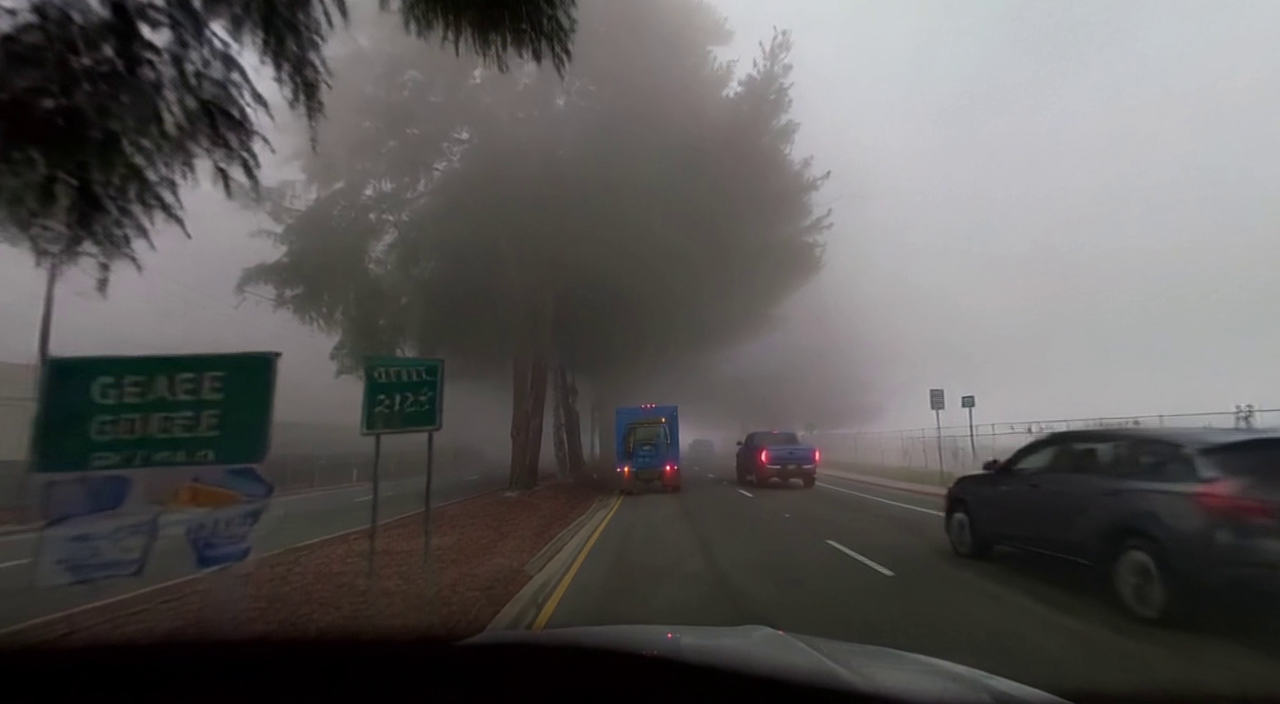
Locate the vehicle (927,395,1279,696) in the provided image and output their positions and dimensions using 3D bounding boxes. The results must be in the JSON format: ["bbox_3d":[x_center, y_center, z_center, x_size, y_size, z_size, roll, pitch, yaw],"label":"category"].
[{"bbox_3d":[4.488,1.349,5.507,2.001,1.621,4.208,0,-8,1],"label":"vehicle"}]

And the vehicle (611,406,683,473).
[{"bbox_3d":[0.417,4.375,31.461,3.197,2.963,7.055,0,-8,2],"label":"vehicle"}]

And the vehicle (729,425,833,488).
[{"bbox_3d":[4.556,3.472,21.326,2.375,1.857,5.100,0,-8,0],"label":"vehicle"}]
